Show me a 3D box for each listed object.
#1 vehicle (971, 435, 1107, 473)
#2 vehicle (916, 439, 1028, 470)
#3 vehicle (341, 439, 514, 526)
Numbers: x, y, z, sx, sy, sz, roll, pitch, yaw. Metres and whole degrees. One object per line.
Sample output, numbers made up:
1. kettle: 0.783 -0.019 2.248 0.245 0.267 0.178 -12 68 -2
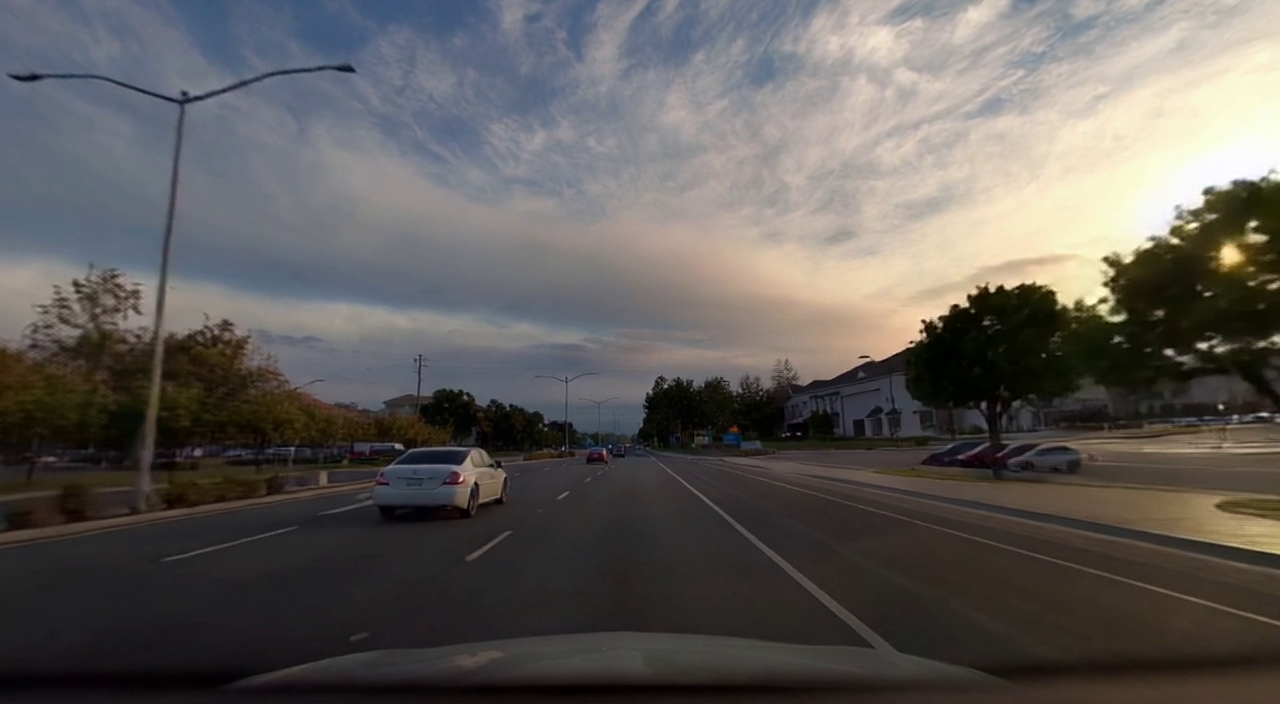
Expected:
1. vehicle: 16.102 4.141 25.672 4.197 1.466 1.930 0 -9 -2
2. vehicle: 16.332 5.063 31.246 4.429 1.459 1.967 0 -9 1
3. vehicle: -4.085 2.571 13.073 2.003 1.454 4.484 0 -9 0
